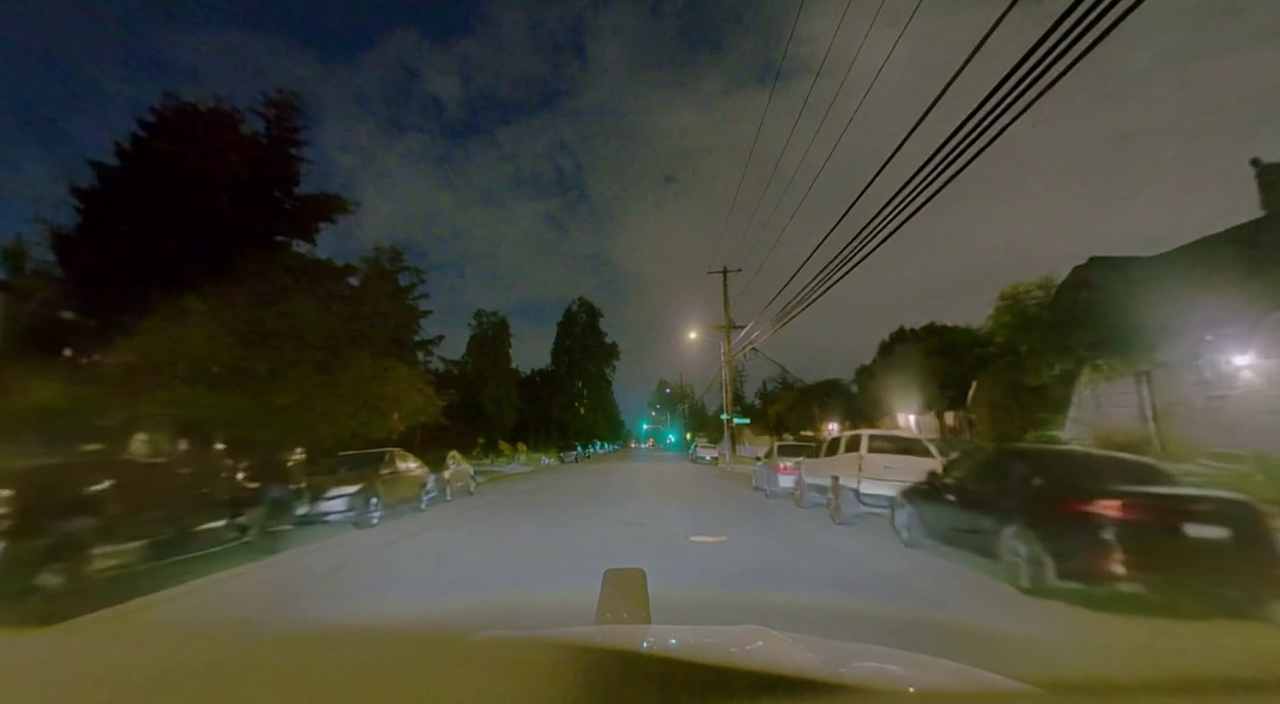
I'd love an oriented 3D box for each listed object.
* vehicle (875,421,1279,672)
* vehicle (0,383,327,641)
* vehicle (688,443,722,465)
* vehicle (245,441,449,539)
[{"bbox_3d":[4.072,1.502,6.094,1.830,1.491,4.453,0,-8,-1],"label":"vehicle"},{"bbox_3d":[-5.743,1.458,6.666,2.052,1.916,5.084,0,-8,2],"label":"vehicle"},{"bbox_3d":[4.413,6.946,43.106,1.851,1.438,4.177,0,-8,0],"label":"vehicle"},{"bbox_3d":[-5.345,2.515,12.321,1.904,1.504,4.530,0,-8,-1],"label":"vehicle"}]
